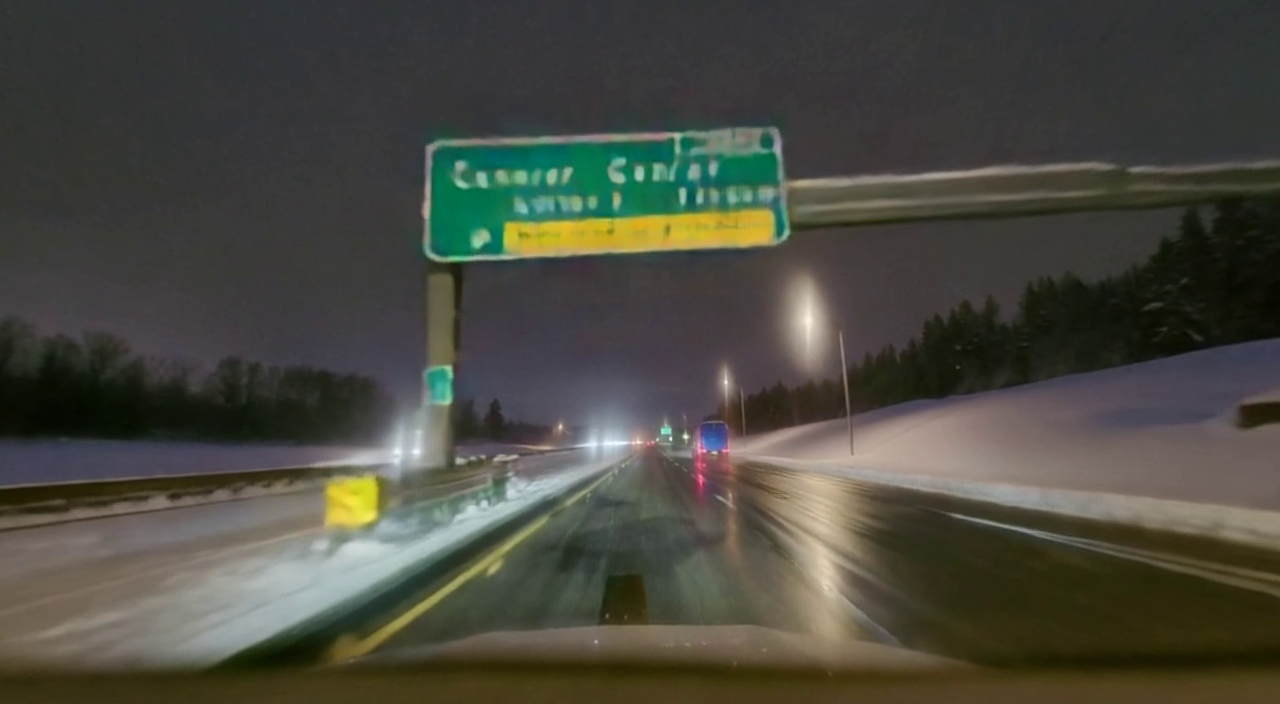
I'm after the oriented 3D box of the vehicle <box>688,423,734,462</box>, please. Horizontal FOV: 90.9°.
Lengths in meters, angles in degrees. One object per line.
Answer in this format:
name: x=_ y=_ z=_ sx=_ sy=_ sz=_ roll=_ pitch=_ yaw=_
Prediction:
vehicle: x=4.788 y=6.227 z=43.373 sx=2.430 sy=2.495 sz=6.062 roll=0 pitch=-8 yaw=0
